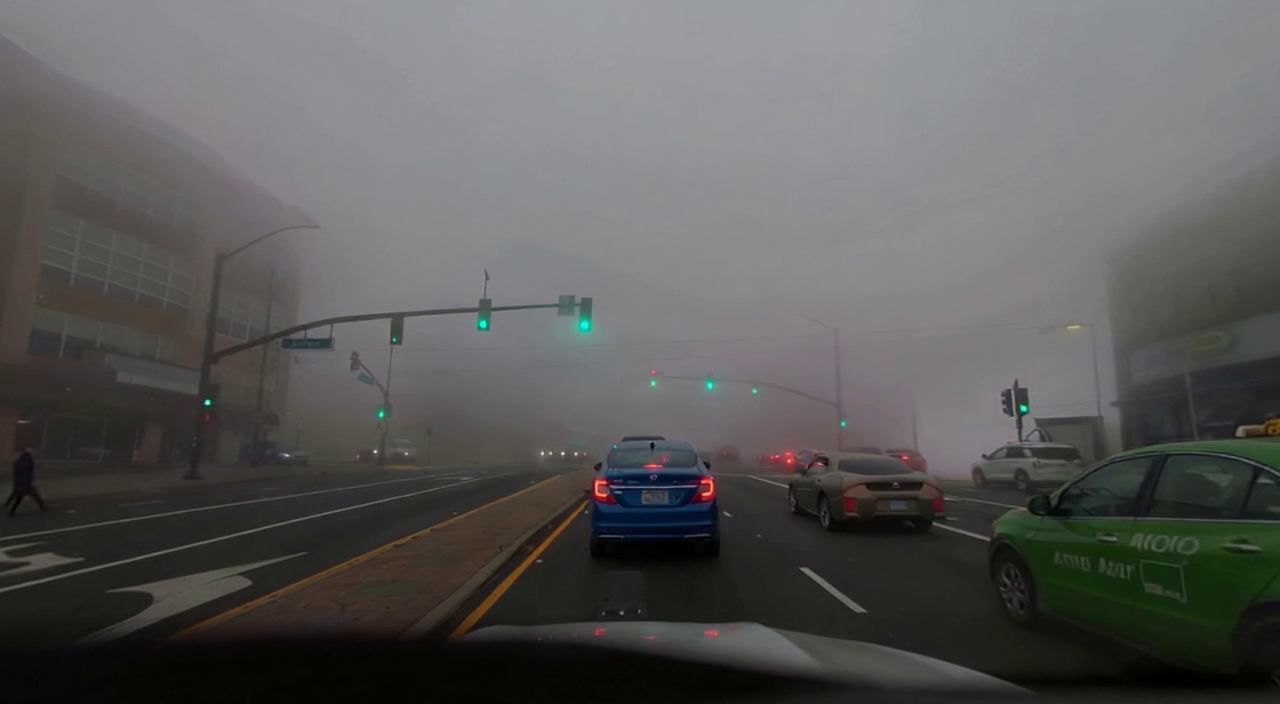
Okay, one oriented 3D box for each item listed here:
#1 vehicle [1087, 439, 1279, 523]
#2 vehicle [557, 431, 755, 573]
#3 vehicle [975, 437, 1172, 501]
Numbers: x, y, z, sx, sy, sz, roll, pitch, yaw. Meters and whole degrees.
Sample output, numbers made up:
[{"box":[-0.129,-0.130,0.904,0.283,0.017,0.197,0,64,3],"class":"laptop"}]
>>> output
[{"box":[14.178,3.088,15.774,2.235,1.721,5.230,0,-9,1],"class":"vehicle"},{"box":[0.139,1.904,8.816,2.067,1.471,4.241,0,-9,-1],"class":"vehicle"},{"box":[14.063,3.820,21.162,2.309,1.819,5.793,0,-9,-2],"class":"vehicle"}]
